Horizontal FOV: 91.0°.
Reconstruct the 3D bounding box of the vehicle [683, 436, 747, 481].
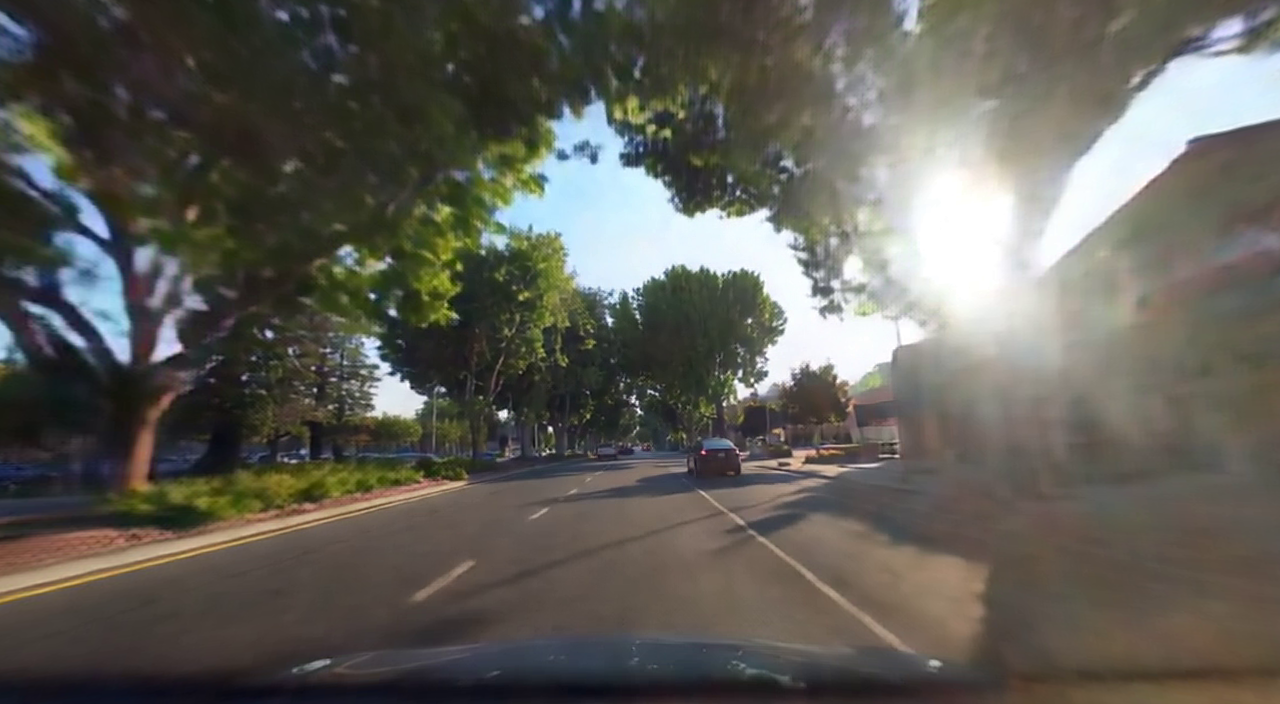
[{"bbox_3d":[3.046,4.441,26.586,2.083,1.743,4.354,0,-8,-1],"label":"vehicle"}]
